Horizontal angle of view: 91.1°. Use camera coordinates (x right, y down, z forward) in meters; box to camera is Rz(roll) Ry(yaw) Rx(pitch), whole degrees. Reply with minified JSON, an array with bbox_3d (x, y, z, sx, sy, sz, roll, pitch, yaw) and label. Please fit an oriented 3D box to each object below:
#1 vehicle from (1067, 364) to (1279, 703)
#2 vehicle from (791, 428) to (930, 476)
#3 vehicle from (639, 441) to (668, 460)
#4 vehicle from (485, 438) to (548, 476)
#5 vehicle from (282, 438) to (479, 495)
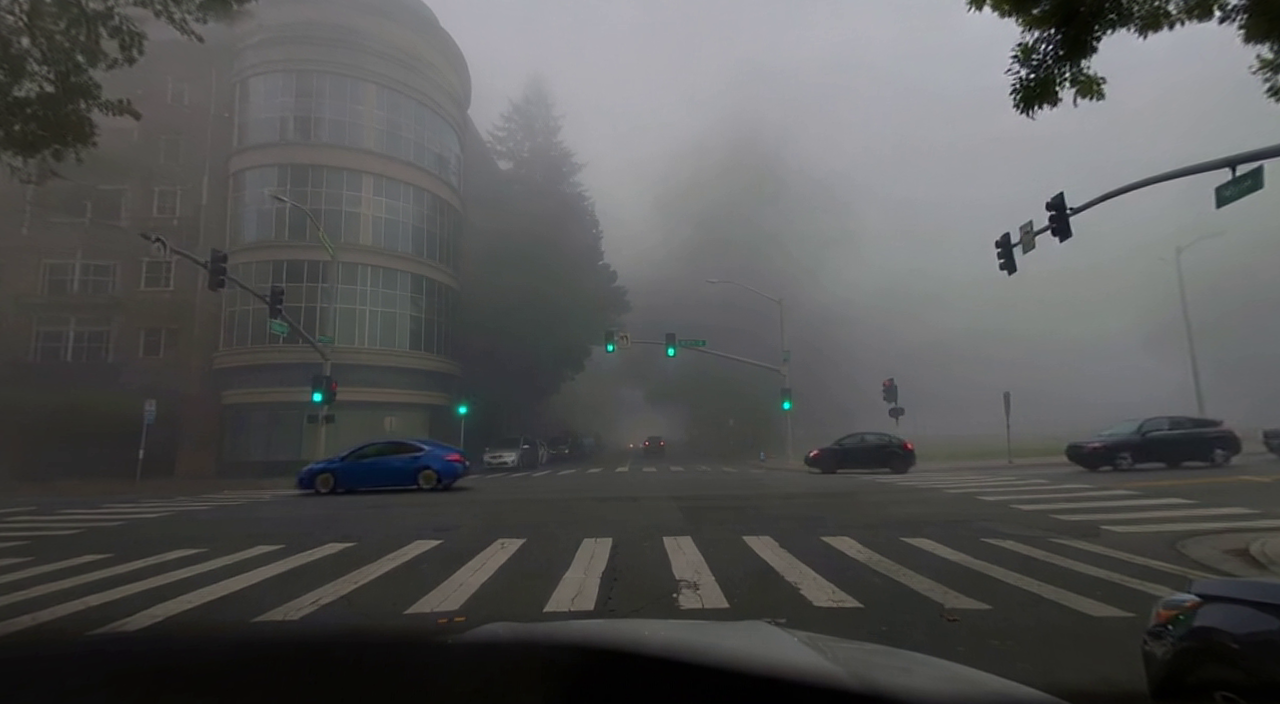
[{"bbox_3d":[2.889,0.675,0.838,1.947,1.576,3.825,0,-8,1],"label":"vehicle"},{"bbox_3d":[8.239,3.744,23.548,4.551,1.625,2.053,-5,-10,29],"label":"vehicle"},{"bbox_3d":[1.033,7.757,49.657,2.031,1.442,4.446,0,-8,-2],"label":"vehicle"},{"bbox_3d":[-5.945,5.102,30.752,2.115,1.690,4.322,0,-8,1],"label":"vehicle"},{"bbox_3d":[-7.030,3.129,17.391,4.613,1.443,1.883,0,-8,0],"label":"vehicle"}]
